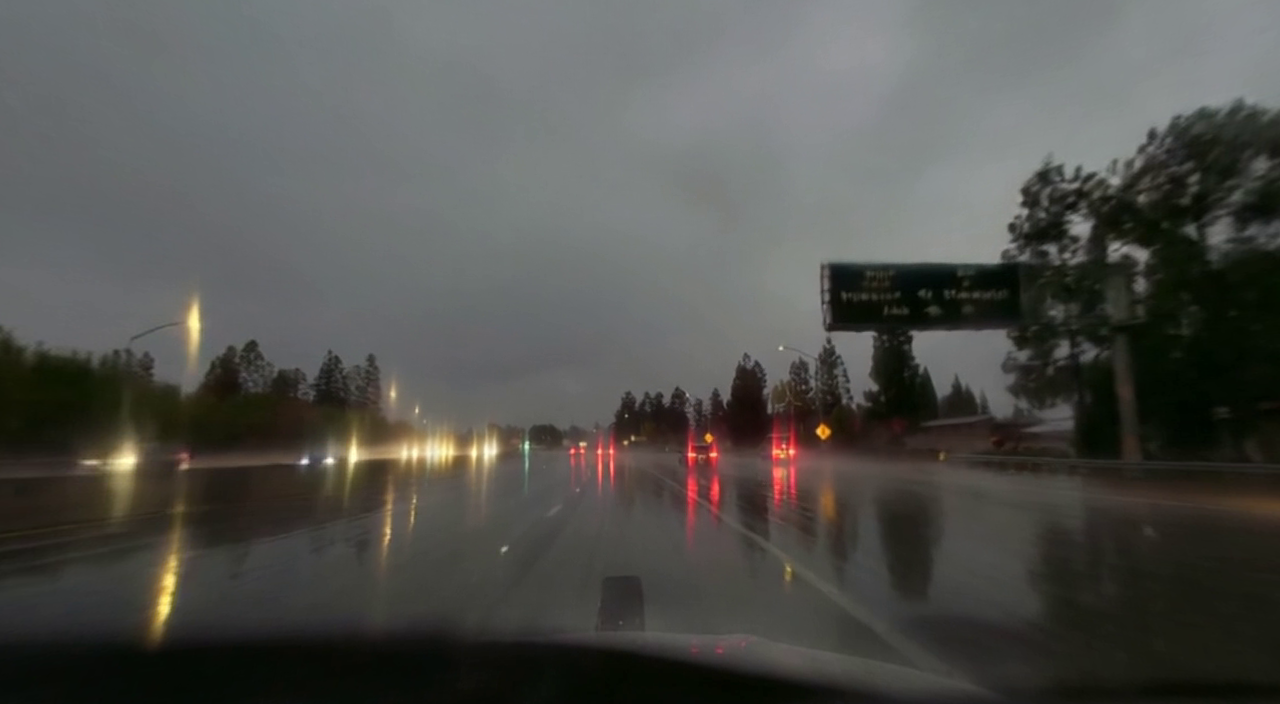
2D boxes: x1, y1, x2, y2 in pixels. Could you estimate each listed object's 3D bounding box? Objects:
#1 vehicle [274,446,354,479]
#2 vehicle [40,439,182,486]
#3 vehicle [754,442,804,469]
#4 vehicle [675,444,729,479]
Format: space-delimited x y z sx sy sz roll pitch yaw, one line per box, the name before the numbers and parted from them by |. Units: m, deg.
vehicle | -17.480 5.934 34.081 1.970 1.627 4.647 0 -9 -2
vehicle | -24.768 5.188 29.839 2.184 1.991 5.336 0 -9 -2
vehicle | 9.202 6.906 42.061 1.909 1.634 4.739 1 -9 -5
vehicle | 2.933 5.300 30.747 1.975 1.562 3.823 1 -9 -5
